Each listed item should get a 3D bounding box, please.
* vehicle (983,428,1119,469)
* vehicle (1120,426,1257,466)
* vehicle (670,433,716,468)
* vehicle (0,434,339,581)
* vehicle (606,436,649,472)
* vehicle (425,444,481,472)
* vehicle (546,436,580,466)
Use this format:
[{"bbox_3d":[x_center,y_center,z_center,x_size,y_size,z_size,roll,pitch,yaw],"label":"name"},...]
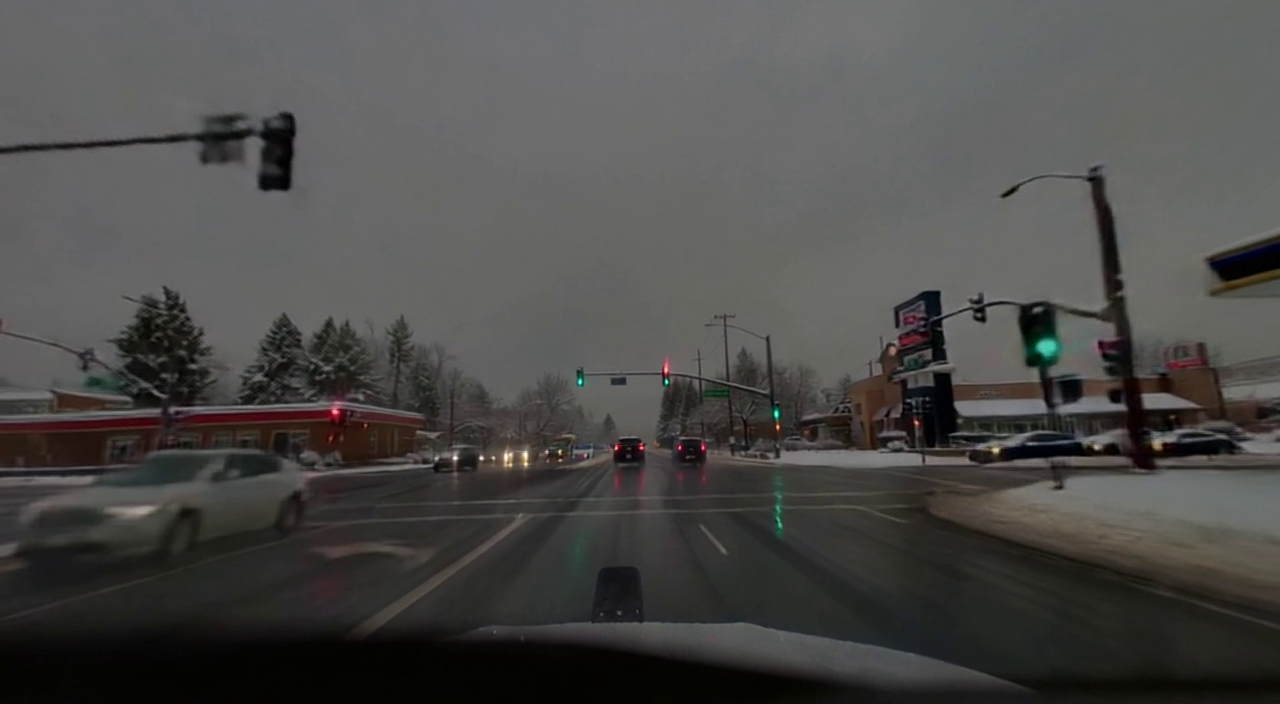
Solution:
[{"bbox_3d":[18.545,4.381,28.747,4.685,1.704,2.118,0,-9,-2],"label":"vehicle"},{"bbox_3d":[24.945,4.295,28.901,4.398,1.700,2.012,0,-9,-3],"label":"vehicle"},{"bbox_3d":[3.060,5.869,37.712,2.190,1.913,5.174,0,-9,-2],"label":"vehicle"},{"bbox_3d":[-6.305,1.947,8.820,1.979,1.480,4.553,0,-9,0],"label":"vehicle"},{"bbox_3d":[-0.652,5.405,33.746,2.177,1.754,3.815,0,-9,-1],"label":"vehicle"},{"bbox_3d":[-13.493,7.645,46.035,2.287,1.874,5.798,0,-9,0],"label":"vehicle"},{"bbox_3d":[-5.802,7.558,48.469,2.072,2.107,4.723,0,-9,-1],"label":"vehicle"}]
